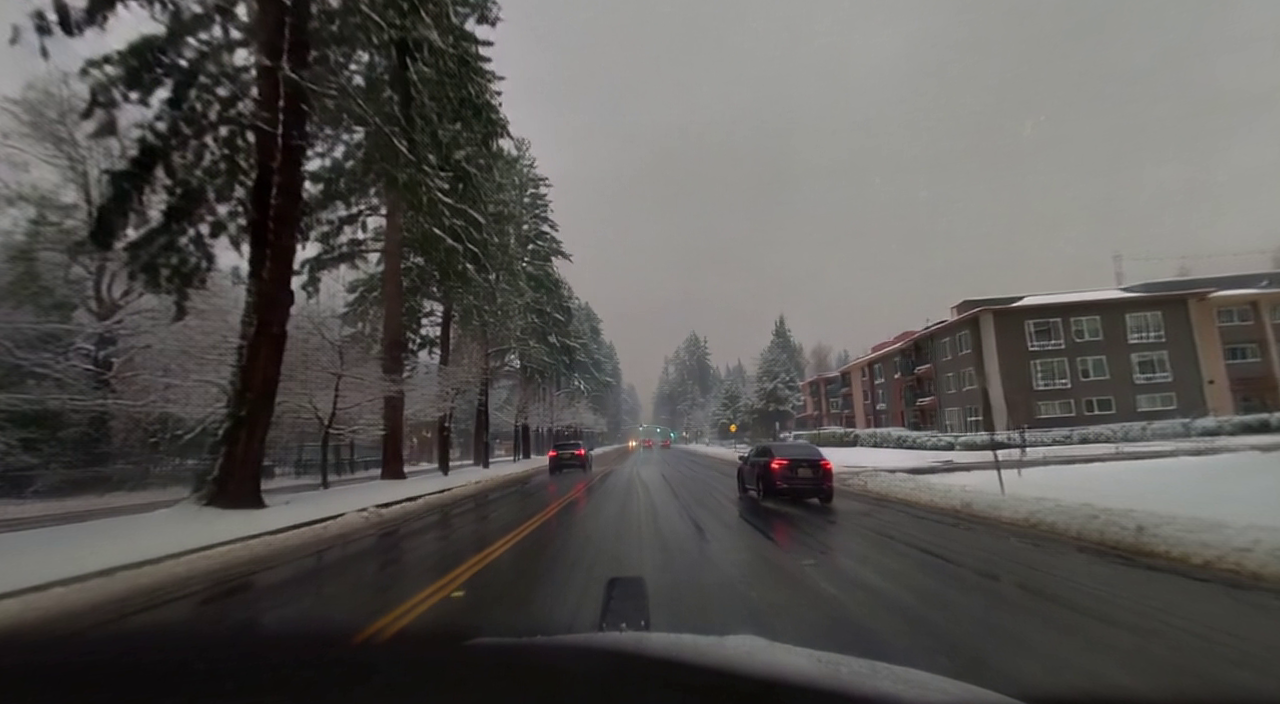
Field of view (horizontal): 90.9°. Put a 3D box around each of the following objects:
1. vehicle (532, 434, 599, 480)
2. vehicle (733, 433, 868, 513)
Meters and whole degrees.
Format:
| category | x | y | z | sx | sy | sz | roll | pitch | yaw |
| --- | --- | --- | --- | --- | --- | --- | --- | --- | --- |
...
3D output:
| category | x | y | z | sx | sy | sz | roll | pitch | yaw |
| --- | --- | --- | --- | --- | --- | --- | --- | --- | --- |
| vehicle | -3.154 | 4.572 | 27.725 | 2.216 | 1.828 | 4.886 | 0 | -8 | 2 |
| vehicle | 3.420 | 2.663 | 14.373 | 1.945 | 1.530 | 4.320 | 0 | -8 | 0 |
